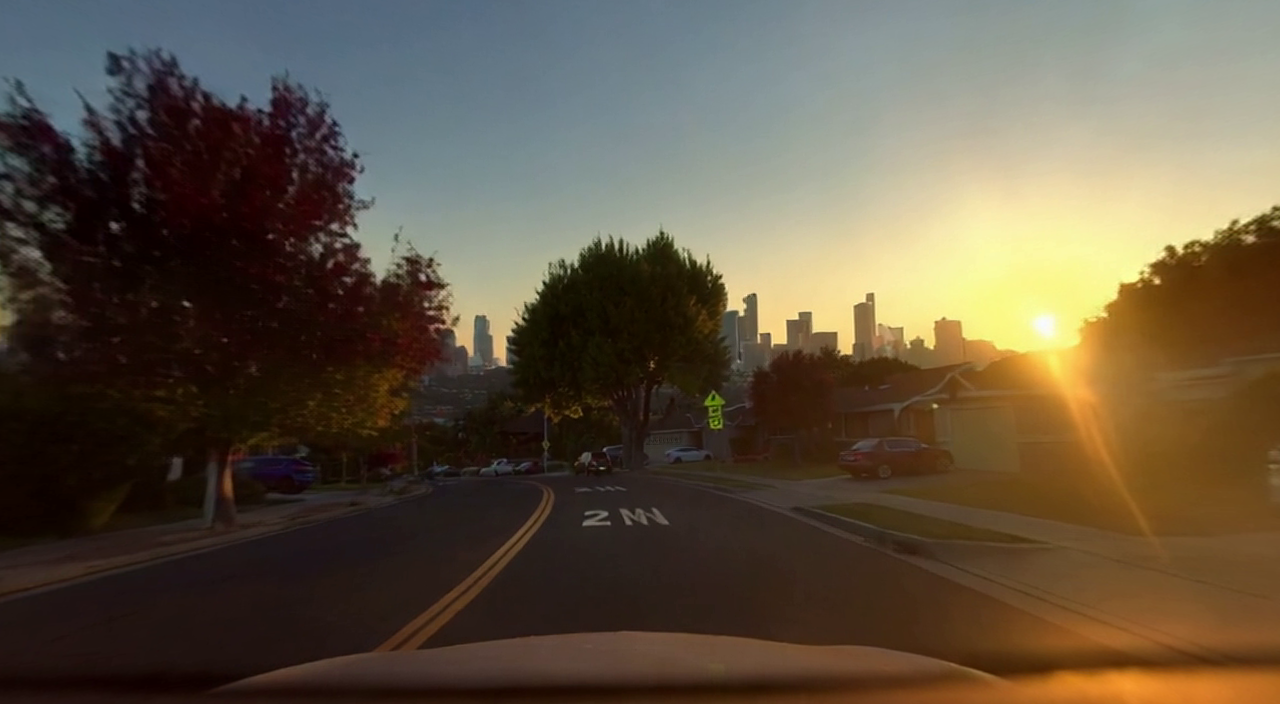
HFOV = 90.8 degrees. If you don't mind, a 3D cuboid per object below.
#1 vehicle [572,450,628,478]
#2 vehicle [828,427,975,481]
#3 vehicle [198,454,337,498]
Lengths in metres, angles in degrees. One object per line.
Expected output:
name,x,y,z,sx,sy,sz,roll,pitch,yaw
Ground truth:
vehicle,-2.486,6.670,37.920,2.181,1.494,5.023,2,-9,-18
vehicle,8.900,3.452,21.598,4.284,1.522,1.893,-1,-8,-17
vehicle,-15.170,5.039,26.049,4.664,1.580,1.973,3,-9,-23
